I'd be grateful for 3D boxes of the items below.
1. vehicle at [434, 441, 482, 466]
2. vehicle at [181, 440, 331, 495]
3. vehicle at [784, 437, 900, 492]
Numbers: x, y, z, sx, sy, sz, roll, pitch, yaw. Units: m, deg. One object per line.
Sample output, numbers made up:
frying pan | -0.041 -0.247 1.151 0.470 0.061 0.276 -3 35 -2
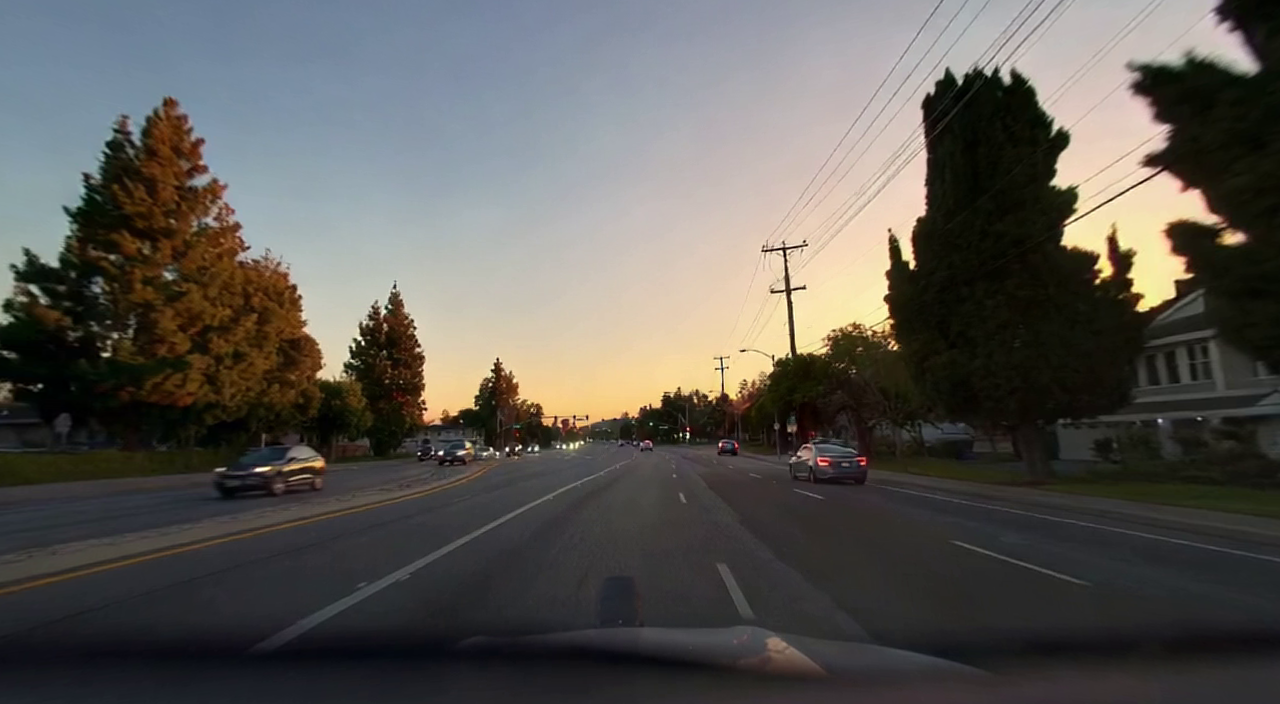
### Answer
vehicle | -12.521 7.002 43.693 1.992 1.651 4.486 0 -8 -1
vehicle | -11.856 3.569 19.966 1.940 1.517 4.626 0 -8 -1
vehicle | 6.172 3.489 20.014 2.113 1.520 4.650 0 -8 0
